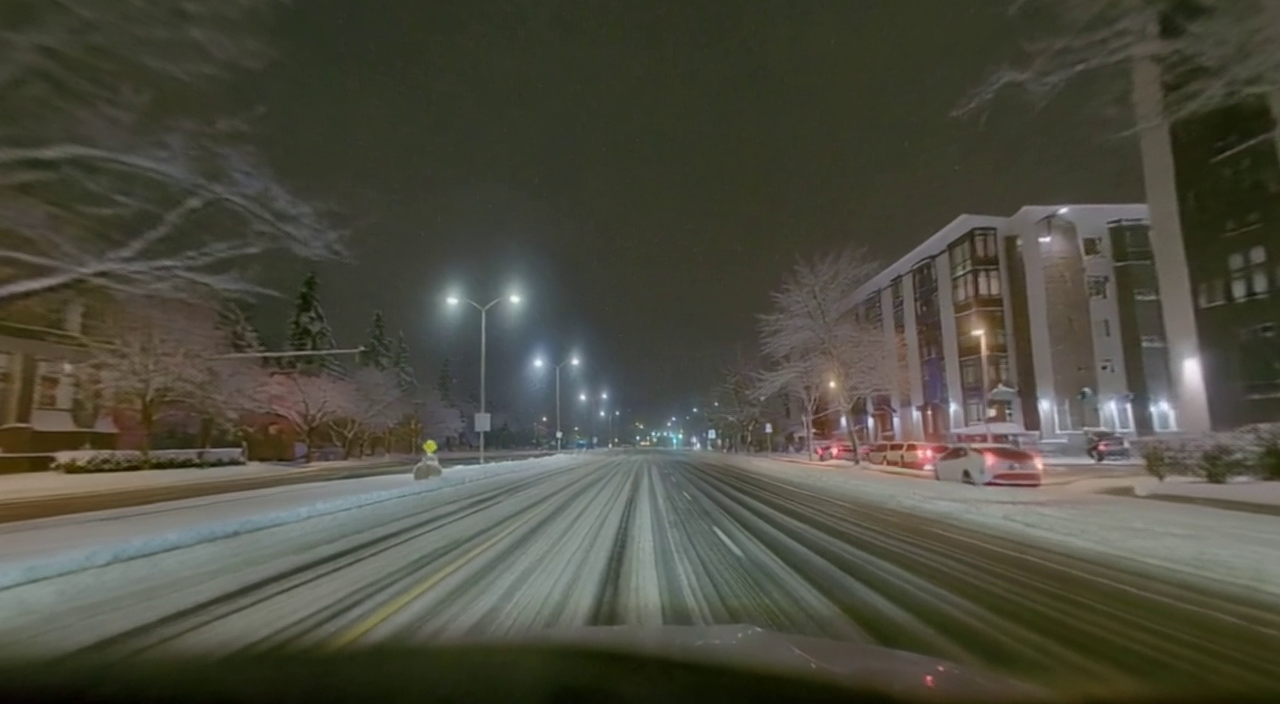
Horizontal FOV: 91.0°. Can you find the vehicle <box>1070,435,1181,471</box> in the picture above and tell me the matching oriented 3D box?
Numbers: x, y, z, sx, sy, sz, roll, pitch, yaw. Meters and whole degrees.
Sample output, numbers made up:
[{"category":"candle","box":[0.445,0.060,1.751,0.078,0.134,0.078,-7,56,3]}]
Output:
[{"category":"vehicle","box":[27.731,5.766,36.059,4.627,1.659,1.882,-4,-7,1]}]

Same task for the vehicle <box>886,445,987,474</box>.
[{"category":"vehicle","box":[15.613,5.678,33.374,4.331,1.469,2.008,-1,-9,3]}]

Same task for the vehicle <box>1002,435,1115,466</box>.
[{"category":"vehicle","box":[27.201,6.413,41.093,5.663,1.895,2.229,-1,-8,3]}]
